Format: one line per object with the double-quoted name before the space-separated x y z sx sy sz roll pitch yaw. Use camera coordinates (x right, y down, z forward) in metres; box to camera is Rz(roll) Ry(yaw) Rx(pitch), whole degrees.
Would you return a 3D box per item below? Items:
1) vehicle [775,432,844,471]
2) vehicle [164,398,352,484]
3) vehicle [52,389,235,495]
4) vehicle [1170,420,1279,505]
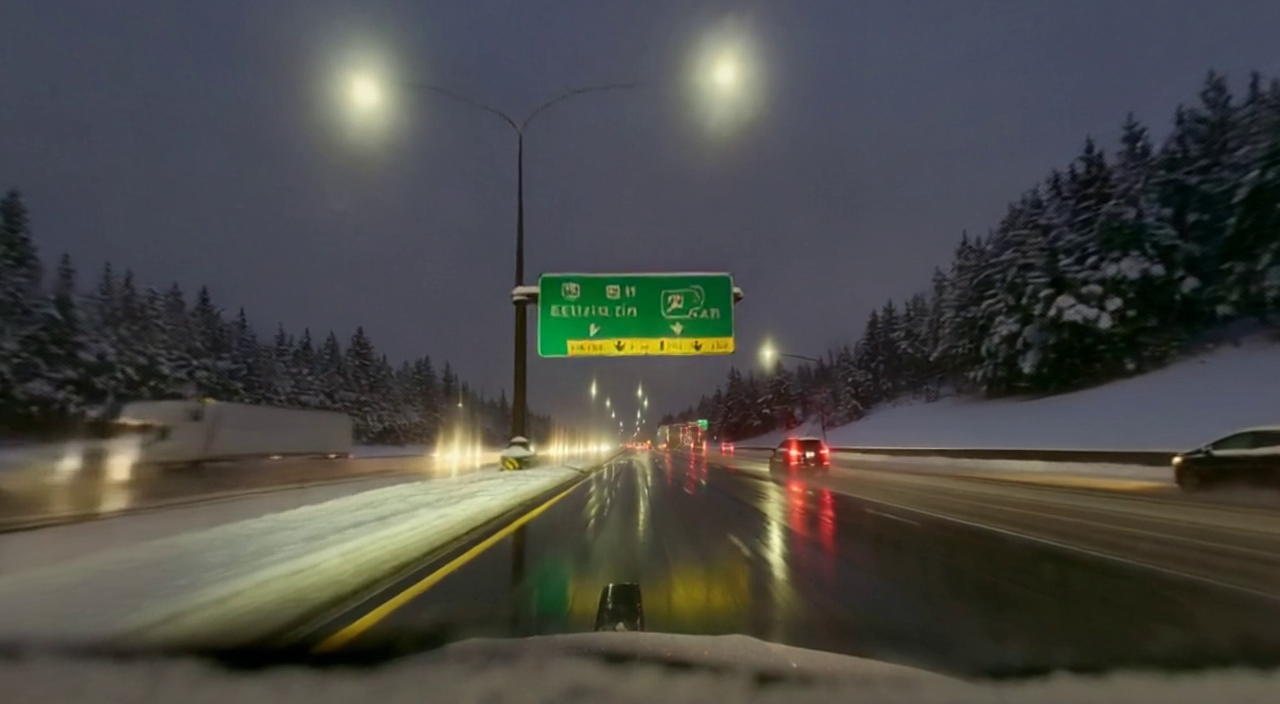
"vehicle" 8.630 5.104 32.574 2.098 1.820 4.505 0 -8 -2
"vehicle" -21.455 5.279 37.191 2.889 4.092 13.333 0 -8 -1
"vehicle" -21.187 3.917 27.517 3.071 4.073 5.744 0 -8 -1
"vehicle" 14.033 2.310 13.246 1.957 1.709 4.387 0 -8 -1
